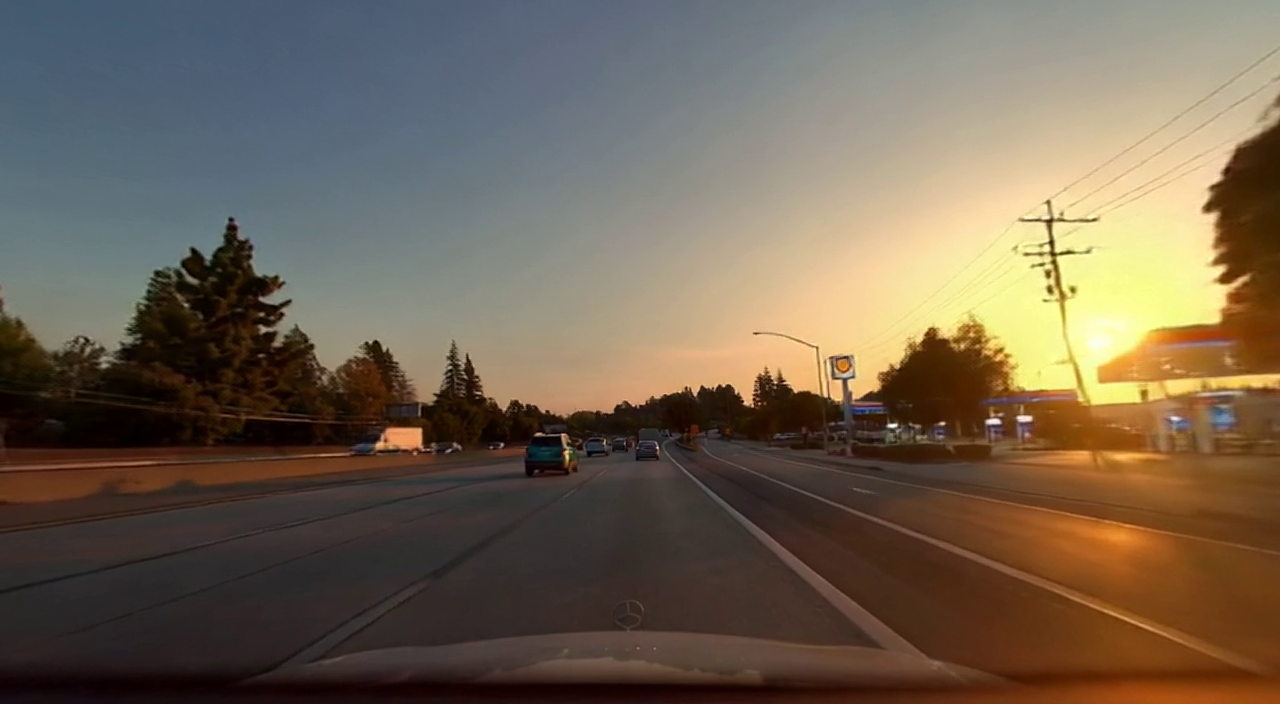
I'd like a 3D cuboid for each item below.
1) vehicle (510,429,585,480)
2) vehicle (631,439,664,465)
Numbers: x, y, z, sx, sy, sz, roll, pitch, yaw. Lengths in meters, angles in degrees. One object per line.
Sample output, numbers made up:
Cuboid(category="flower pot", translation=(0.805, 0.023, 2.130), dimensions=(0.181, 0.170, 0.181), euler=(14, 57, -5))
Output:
Cuboid(category="vehicle", translation=(-3.697, 4.193, 26.072), dimensions=(2.273, 1.884, 4.515), euler=(0, -8, 2))
Cuboid(category="vehicle", translation=(0.441, 6.381, 40.265), dimensions=(1.982, 1.524, 3.800), euler=(1, -8, -1))
